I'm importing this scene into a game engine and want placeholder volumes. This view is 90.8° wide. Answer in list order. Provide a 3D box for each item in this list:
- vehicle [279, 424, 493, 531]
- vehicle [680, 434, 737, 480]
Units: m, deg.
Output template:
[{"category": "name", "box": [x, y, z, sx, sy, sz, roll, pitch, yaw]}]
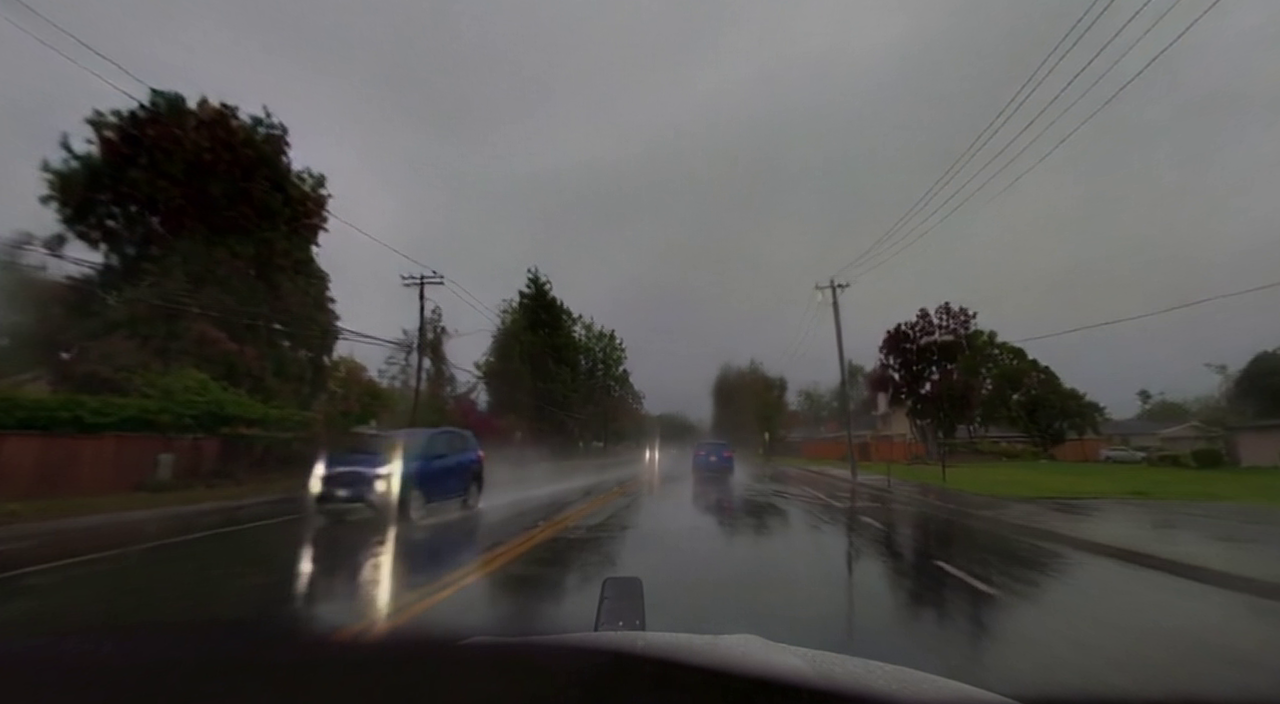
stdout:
[{"category": "vehicle", "box": [-4.539, 2.305, 12.220, 2.226, 1.664, 4.342, 0, -8, 1]}, {"category": "vehicle", "box": [2.730, 4.235, 25.728, 2.139, 1.699, 3.916, -1, -8, 5]}]
